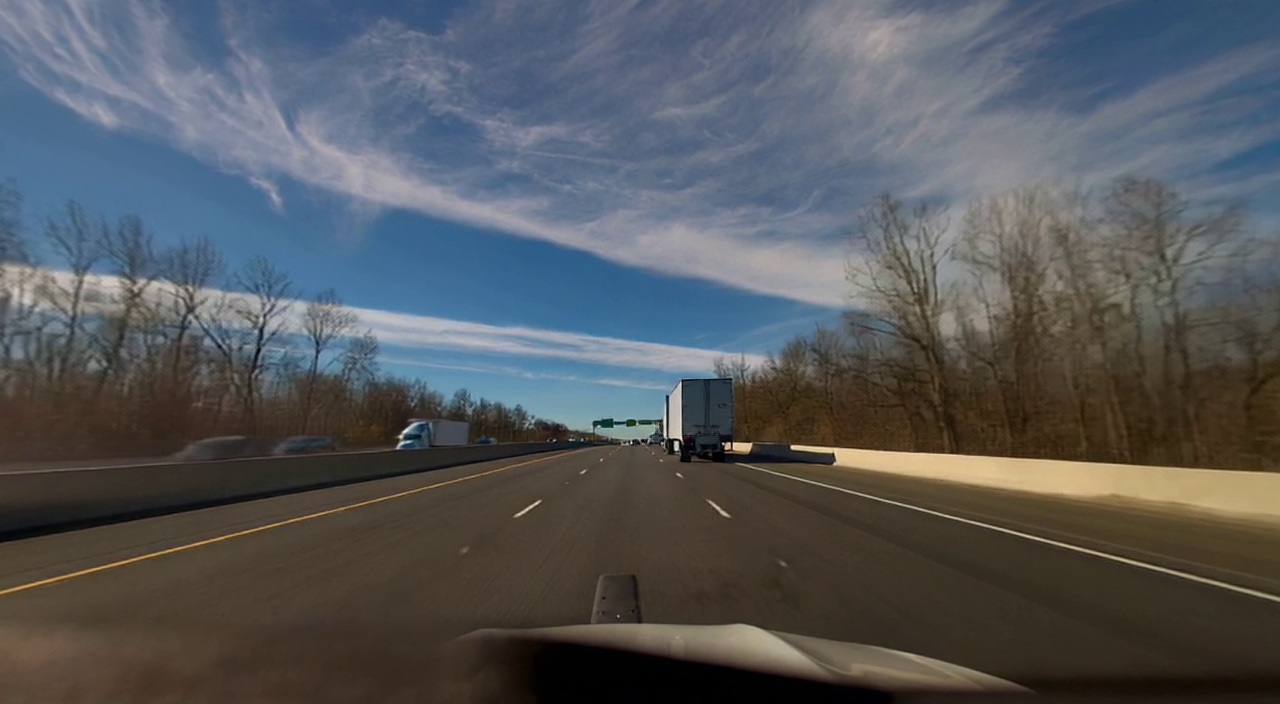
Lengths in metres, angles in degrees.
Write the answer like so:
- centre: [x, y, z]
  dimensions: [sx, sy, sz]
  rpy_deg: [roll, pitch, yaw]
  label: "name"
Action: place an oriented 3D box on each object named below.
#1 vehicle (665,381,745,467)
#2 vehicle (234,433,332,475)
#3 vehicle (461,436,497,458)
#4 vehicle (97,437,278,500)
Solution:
- centre: [3.499, 4.518, 38.437]
  dimensions: [2.979, 4.161, 15.508]
  rpy_deg: [1, -7, -1]
  label: "vehicle"
- centre: [-16.119, 4.601, 28.712]
  dimensions: [1.986, 1.711, 4.377]
  rpy_deg: [0, -8, -2]
  label: "vehicle"
- centre: [-12.377, 7.332, 48.533]
  dimensions: [1.825, 1.547, 3.994]
  rpy_deg: [-2, -8, 0]
  label: "vehicle"
- centre: [-12.088, 3.098, 17.245]
  dimensions: [1.847, 1.490, 4.234]
  rpy_deg: [0, -8, -1]
  label: "vehicle"
